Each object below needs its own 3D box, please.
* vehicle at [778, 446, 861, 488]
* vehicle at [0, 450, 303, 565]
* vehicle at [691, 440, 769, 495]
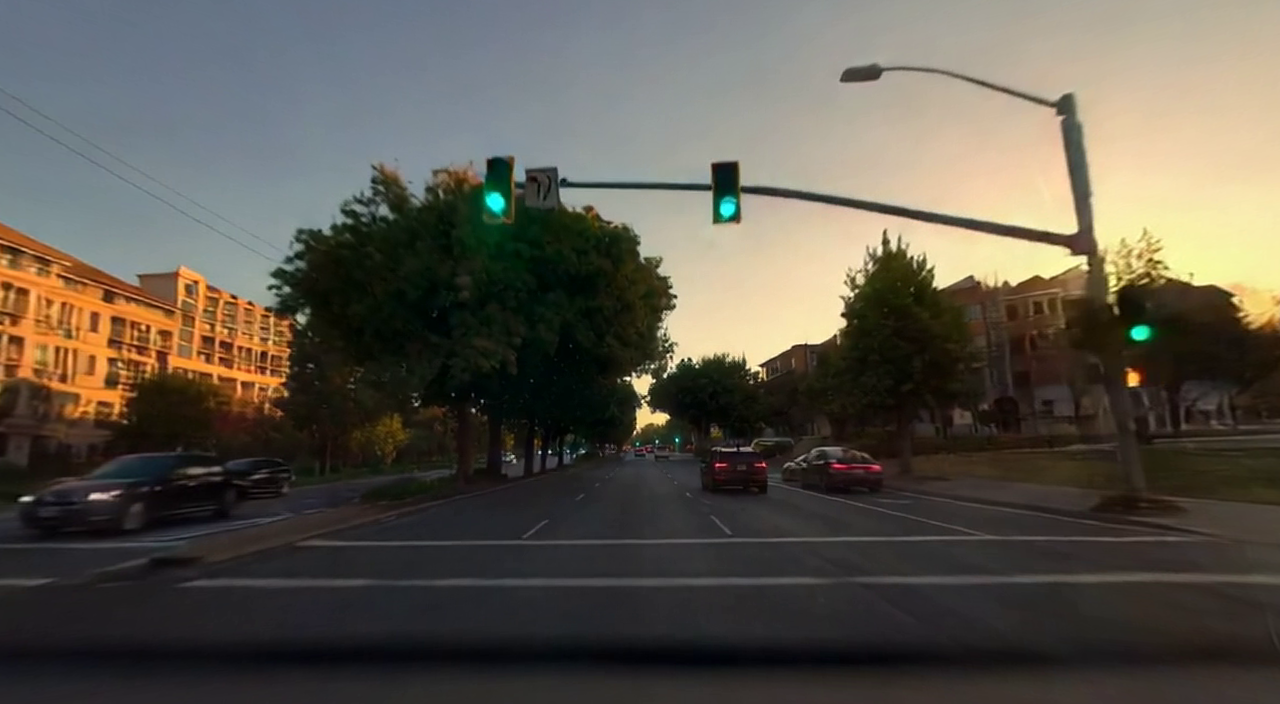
[{"bbox_3d":[7.143,4.609,25.765,2.007,1.491,4.815,0,-8,1],"label":"vehicle"},{"bbox_3d":[-7.940,2.413,10.695,1.963,1.472,4.584,0,-8,-1],"label":"vehicle"},{"bbox_3d":[3.129,4.105,22.937,2.069,1.761,4.610,0,-8,-1],"label":"vehicle"}]
